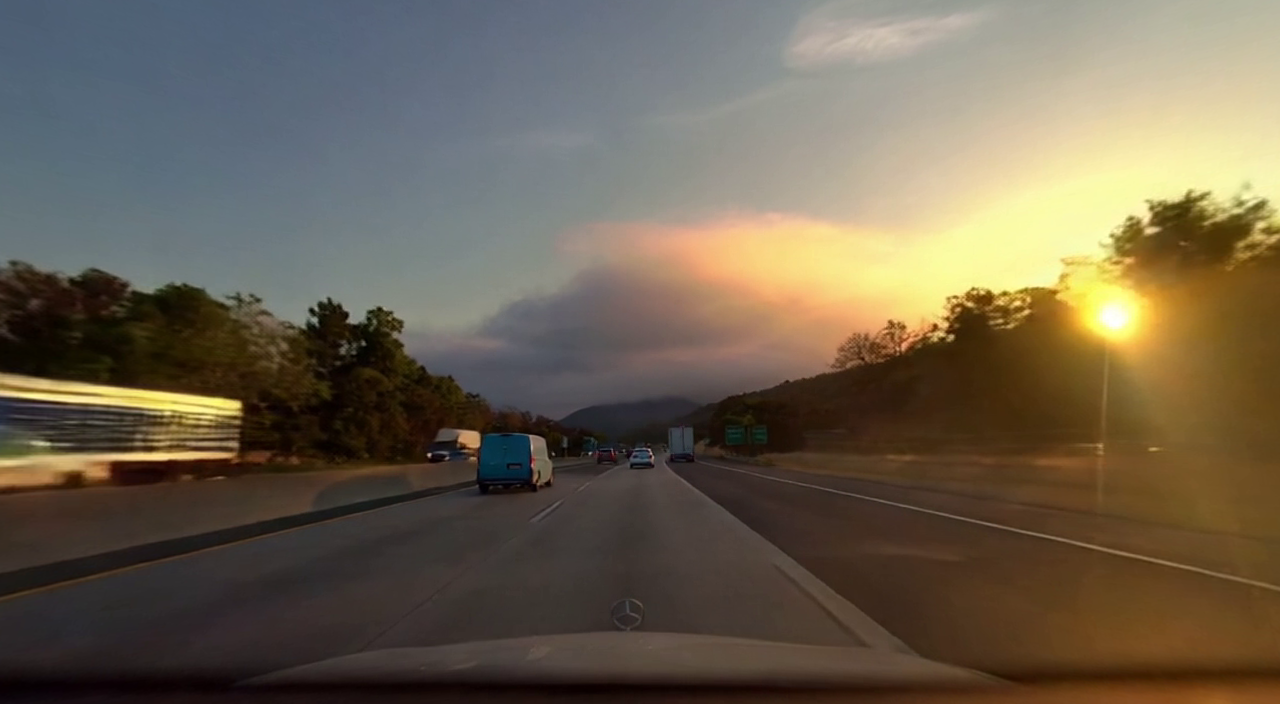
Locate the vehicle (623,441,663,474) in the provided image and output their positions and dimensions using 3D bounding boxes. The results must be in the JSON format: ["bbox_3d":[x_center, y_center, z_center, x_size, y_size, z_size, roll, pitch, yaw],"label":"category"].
[{"bbox_3d":[0.171,6.255,37.405,2.209,1.825,4.036,0,-9,0],"label":"vehicle"}]

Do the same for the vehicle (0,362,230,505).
[{"bbox_3d":[-19.828,2.749,20.674,2.991,4.059,14.361,0,-9,0],"label":"vehicle"}]

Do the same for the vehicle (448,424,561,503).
[{"bbox_3d":[-3.794,3.254,18.705,2.167,1.991,5.062,0,-9,1],"label":"vehicle"}]

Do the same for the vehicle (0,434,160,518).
[{"bbox_3d":[-15.061,3.076,16.100,1.871,1.823,4.704,0,-9,-1],"label":"vehicle"}]
